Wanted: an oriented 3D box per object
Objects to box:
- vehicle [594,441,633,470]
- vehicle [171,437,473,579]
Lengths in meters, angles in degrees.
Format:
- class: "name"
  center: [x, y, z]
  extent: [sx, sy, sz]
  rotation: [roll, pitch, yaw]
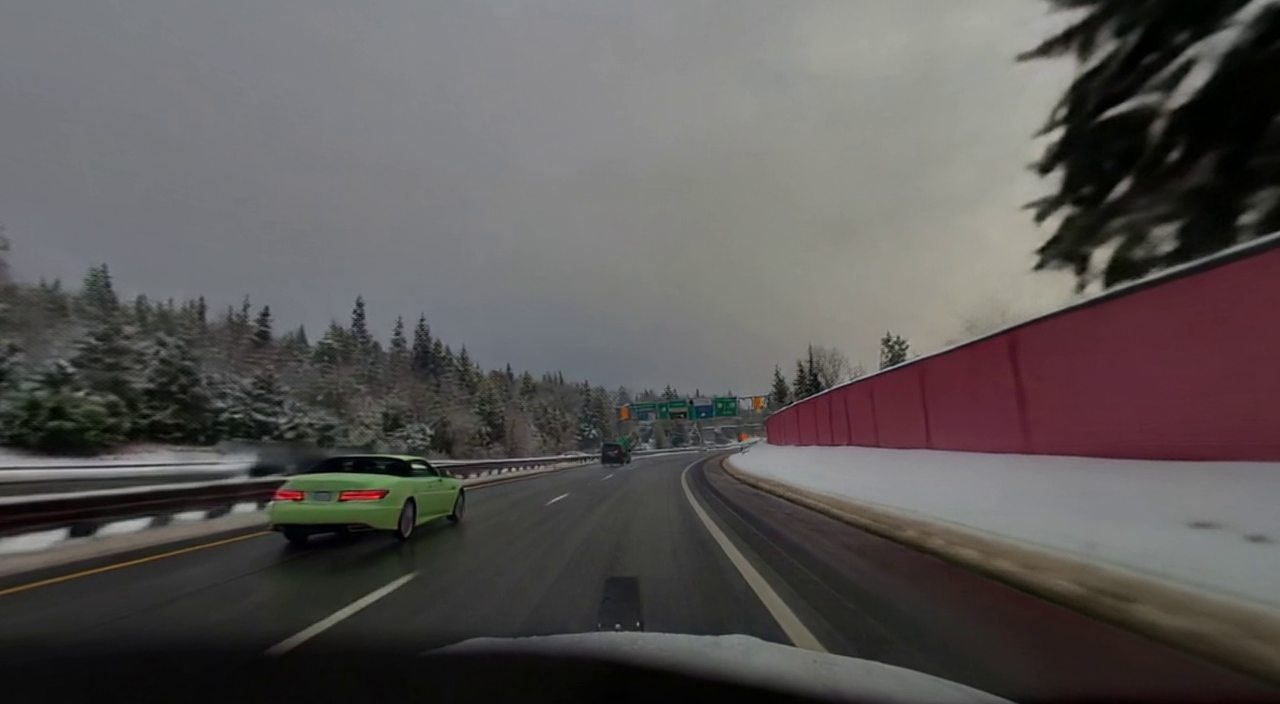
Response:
- class: "vehicle"
  center: [-1.597, 6.378, 38.927]
  extent: [1.833, 1.697, 3.984]
  rotation: [-1, -9, 6]
- class: "vehicle"
  center: [-3.801, 1.924, 8.595]
  extent: [1.746, 1.405, 4.339]
  rotation: [-1, -9, 2]
